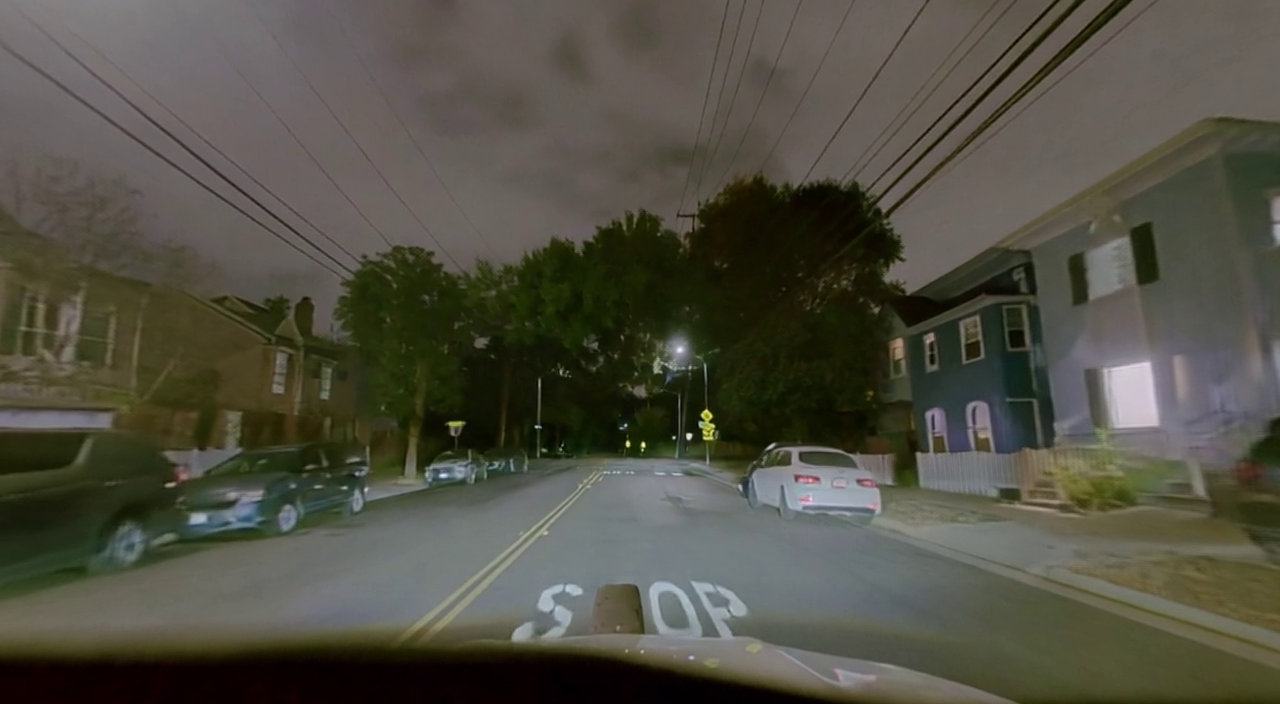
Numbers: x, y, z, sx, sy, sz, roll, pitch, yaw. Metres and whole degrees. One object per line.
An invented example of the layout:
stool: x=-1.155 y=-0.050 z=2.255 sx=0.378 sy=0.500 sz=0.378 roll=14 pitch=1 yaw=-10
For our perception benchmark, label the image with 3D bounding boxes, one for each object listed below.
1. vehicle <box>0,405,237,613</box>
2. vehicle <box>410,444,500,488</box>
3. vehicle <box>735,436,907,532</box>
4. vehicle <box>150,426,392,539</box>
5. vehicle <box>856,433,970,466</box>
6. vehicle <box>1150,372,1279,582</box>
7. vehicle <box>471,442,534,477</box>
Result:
vehicle: x=-6.546 y=1.400 z=5.777 sx=2.136 sy=1.757 sz=5.365 roll=0 pitch=-9 yaw=0
vehicle: x=-6.811 y=4.225 z=23.829 sx=2.056 sy=1.481 sz=4.451 roll=0 pitch=-9 yaw=0
vehicle: x=3.367 y=2.561 z=13.057 sx=1.963 sy=1.536 sz=5.446 roll=0 pitch=-9 yaw=0
vehicle: x=-6.561 y=2.351 z=12.025 sx=1.896 sy=1.703 sz=4.586 roll=0 pitch=-9 yaw=-1
vehicle: x=16.874 y=6.059 z=39.278 sx=6.022 sy=1.953 sz=2.250 roll=0 pitch=-9 yaw=1
vehicle: x=8.415 y=1.031 z=5.647 sx=5.541 sy=1.820 sz=2.319 roll=-2 pitch=-10 yaw=1
vehicle: x=-6.546 y=5.186 z=30.602 sx=2.026 sy=1.560 sz=4.062 roll=0 pitch=-9 yaw=2
